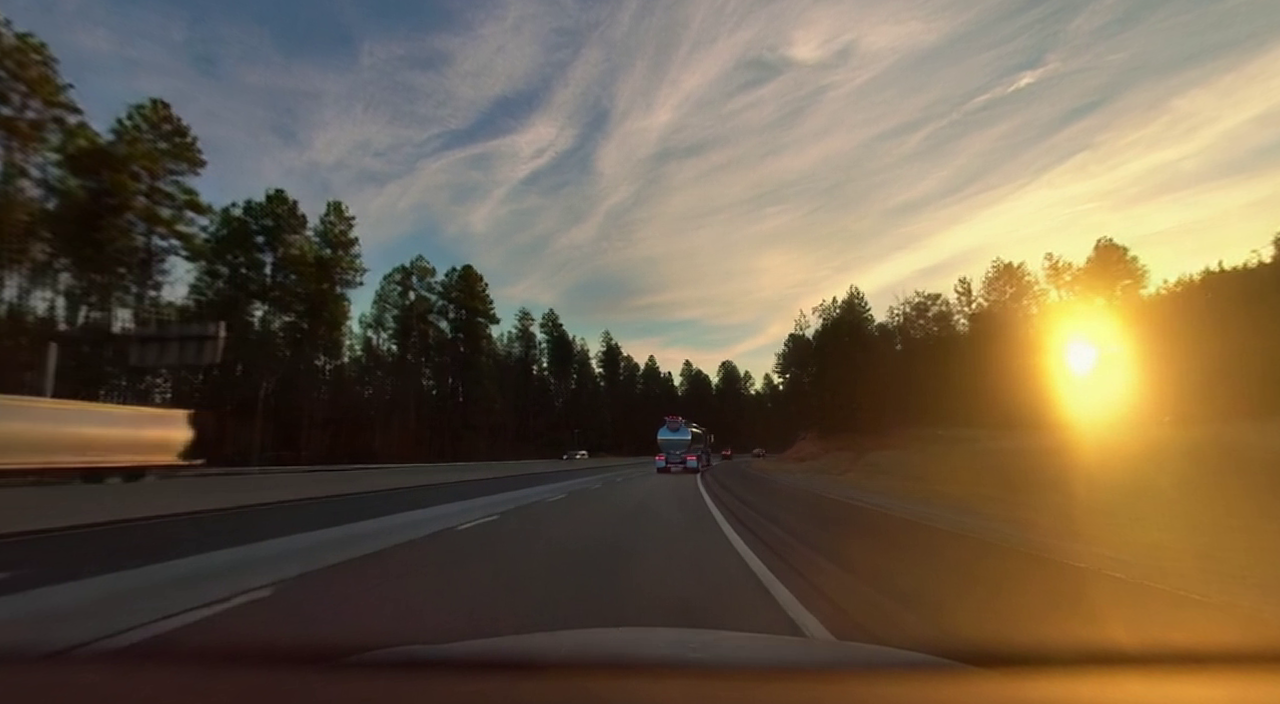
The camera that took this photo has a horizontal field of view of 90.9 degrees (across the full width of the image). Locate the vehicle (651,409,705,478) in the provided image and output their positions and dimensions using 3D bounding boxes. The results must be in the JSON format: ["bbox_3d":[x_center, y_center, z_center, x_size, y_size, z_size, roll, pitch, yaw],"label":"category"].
[{"bbox_3d":[2.782,6.026,41.594,2.907,3.747,13.318,-1,-8,6],"label":"vehicle"}]

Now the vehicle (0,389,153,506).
[{"bbox_3d":[-18.753,2.475,16.345,2.850,3.134,10.723,-1,-8,6],"label":"vehicle"}]
